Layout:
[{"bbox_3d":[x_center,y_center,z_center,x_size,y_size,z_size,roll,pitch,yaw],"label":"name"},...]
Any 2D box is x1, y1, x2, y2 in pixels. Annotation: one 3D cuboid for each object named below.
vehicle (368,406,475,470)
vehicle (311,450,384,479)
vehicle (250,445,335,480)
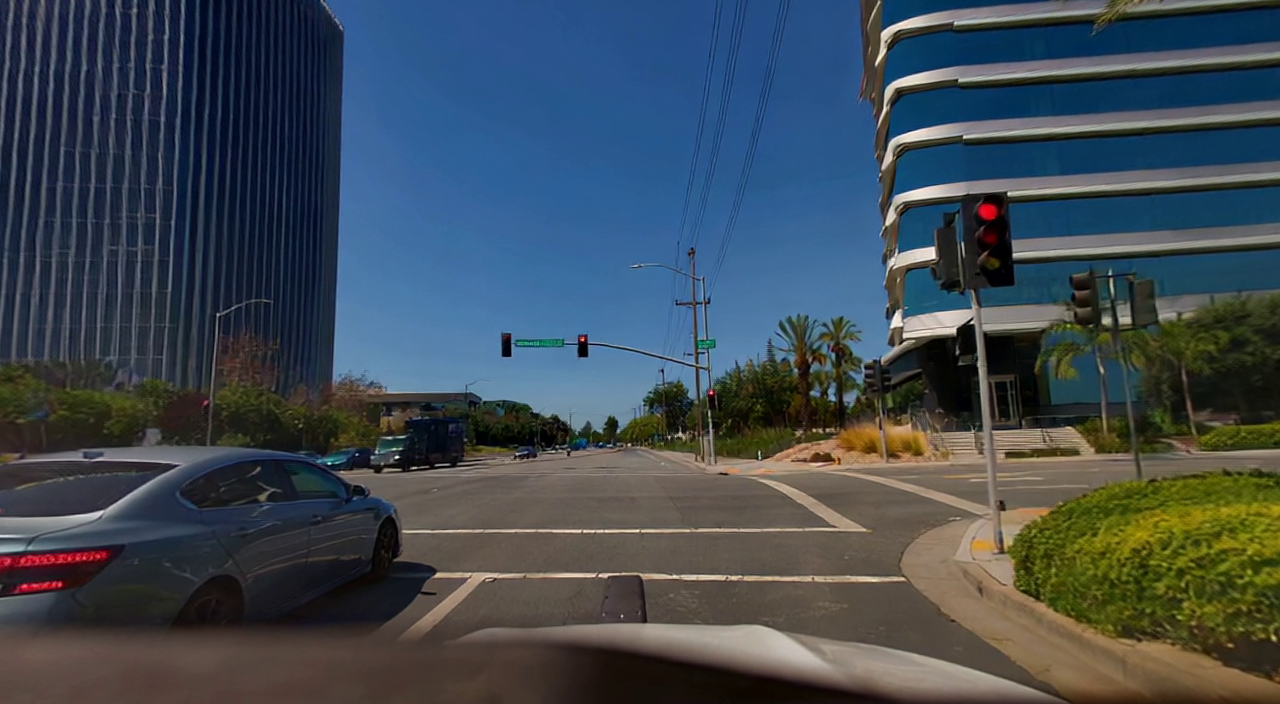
[{"bbox_3d":[-15.128,6.249,45.007,3.014,3.949,11.279,0,-9,3],"label":"vehicle"},{"bbox_3d":[-15.348,5.926,33.290,1.875,1.389,3.784,0,-9,3],"label":"vehicle"},{"bbox_3d":[-19.082,6.058,34.826,2.017,1.739,4.569,0,-9,1],"label":"vehicle"}]
